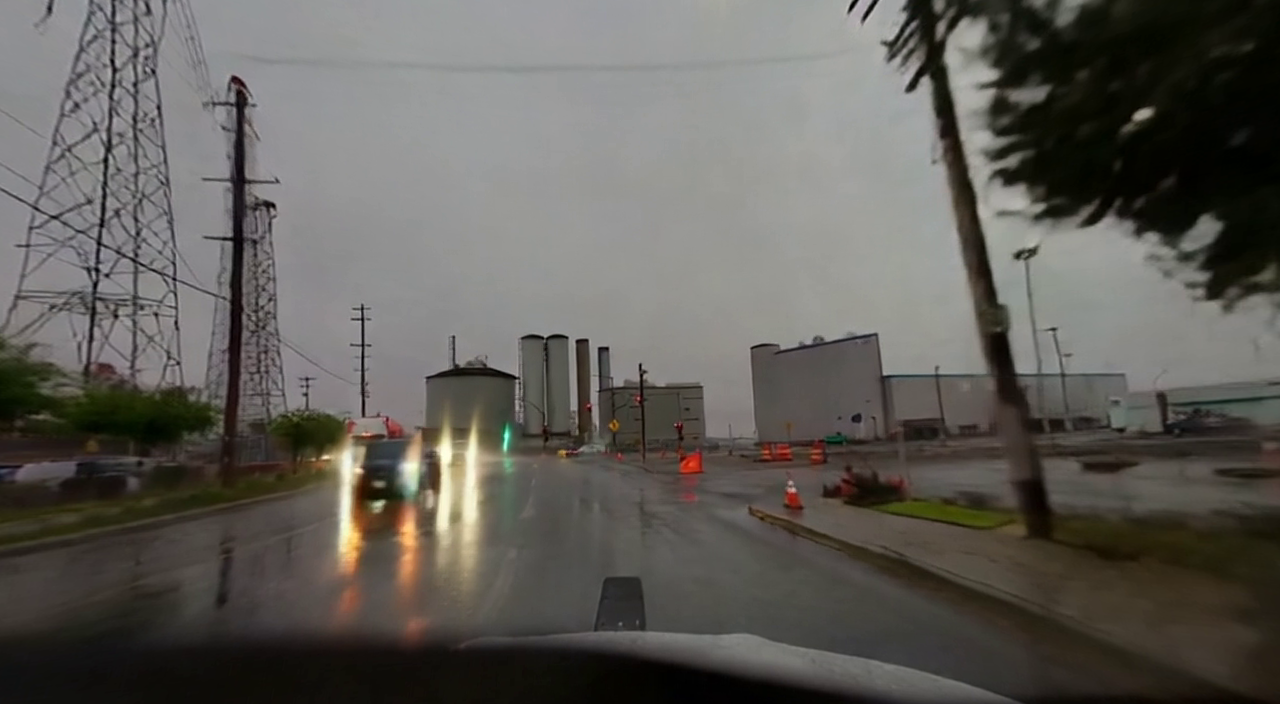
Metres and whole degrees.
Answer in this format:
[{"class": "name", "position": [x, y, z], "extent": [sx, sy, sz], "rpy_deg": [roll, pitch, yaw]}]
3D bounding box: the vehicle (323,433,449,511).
[{"class": "vehicle", "position": [-6.594, 3.122, 17.024], "extent": [2.079, 1.770, 4.684], "rpy_deg": [1, -9, -9]}]

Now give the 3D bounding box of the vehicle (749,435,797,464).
[{"class": "vehicle", "position": [7.274, 5.396, 34.939], "extent": [1.829, 1.487, 4.352], "rpy_deg": [0, -8, 2]}]

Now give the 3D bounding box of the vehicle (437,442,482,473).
[{"class": "vehicle", "position": [-11.215, 6.570, 39.604], "extent": [2.282, 1.809, 5.297], "rpy_deg": [2, -9, -12]}]
